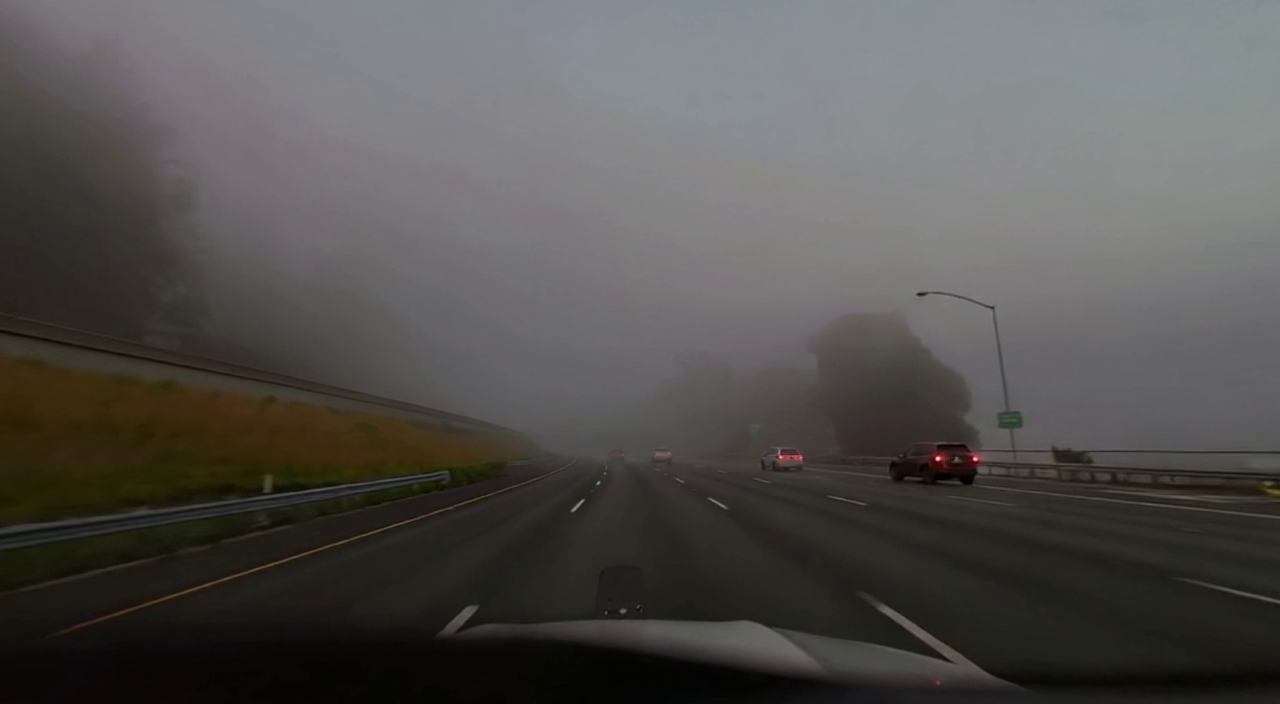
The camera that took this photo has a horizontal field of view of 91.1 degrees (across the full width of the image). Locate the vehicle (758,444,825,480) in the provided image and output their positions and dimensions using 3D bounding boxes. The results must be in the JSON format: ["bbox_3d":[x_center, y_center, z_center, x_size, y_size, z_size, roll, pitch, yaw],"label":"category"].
[{"bbox_3d":[6.787,4.930,28.462,1.940,1.482,3.644,1,-8,-3],"label":"vehicle"}]

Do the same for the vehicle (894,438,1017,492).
[{"bbox_3d":[10.661,3.832,21.644,1.986,1.644,4.126,0,-8,-2],"label":"vehicle"}]
